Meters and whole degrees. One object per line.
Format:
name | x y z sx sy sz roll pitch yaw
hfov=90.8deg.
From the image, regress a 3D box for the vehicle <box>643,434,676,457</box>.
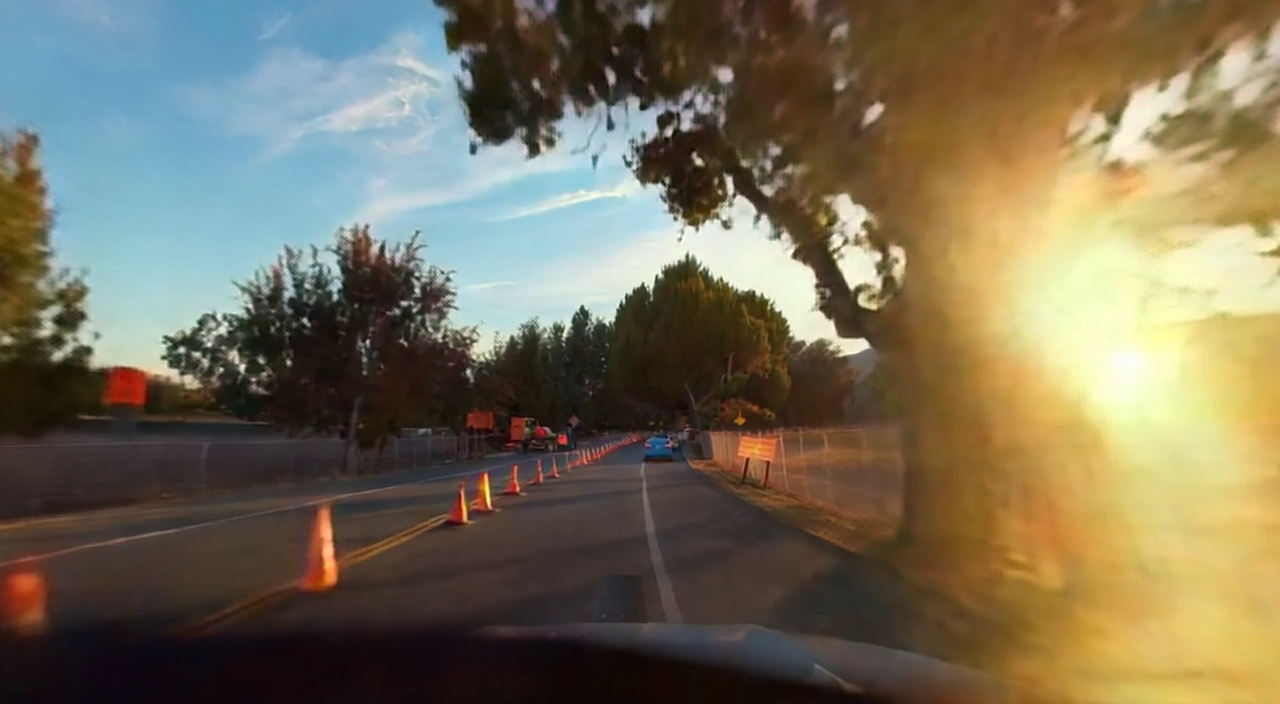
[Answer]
vehicle | 1.368 6.450 43.500 2.172 1.486 3.581 -1 -9 2
